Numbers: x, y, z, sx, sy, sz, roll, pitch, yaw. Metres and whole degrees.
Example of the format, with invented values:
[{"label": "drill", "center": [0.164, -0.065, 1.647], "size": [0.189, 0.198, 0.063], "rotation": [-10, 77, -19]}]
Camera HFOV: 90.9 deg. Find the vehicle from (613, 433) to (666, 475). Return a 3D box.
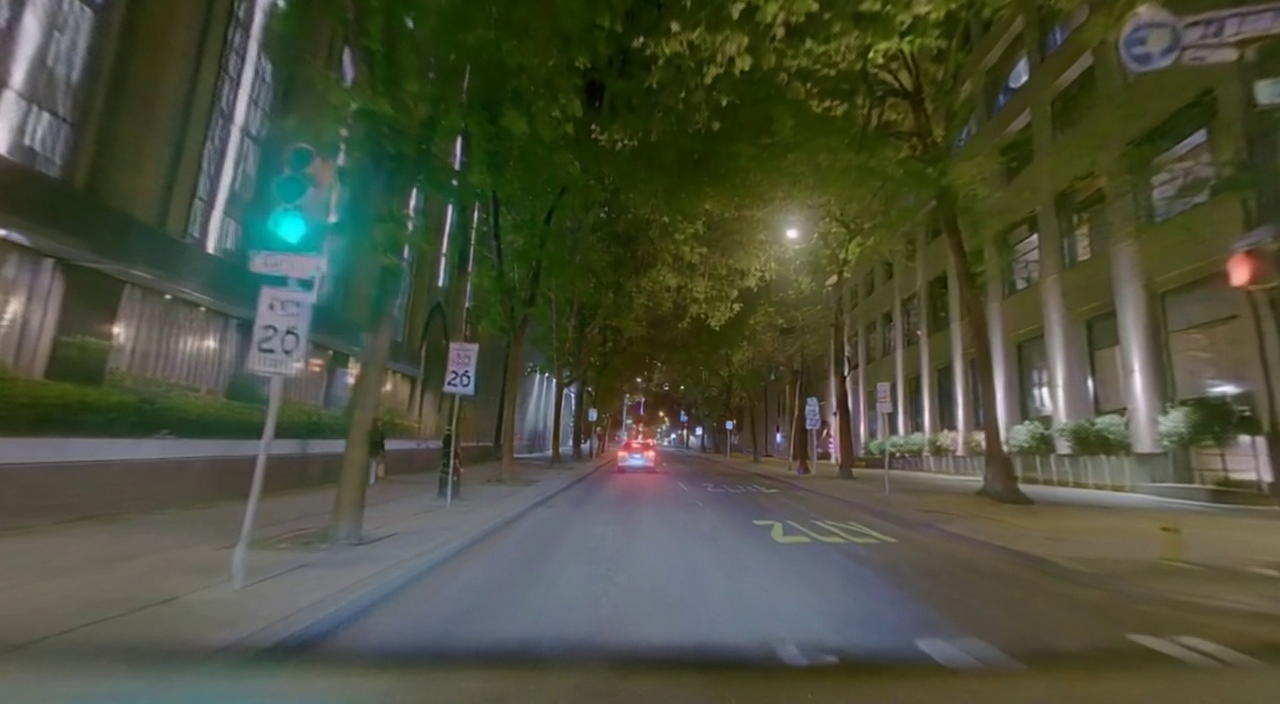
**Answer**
[{"label": "vehicle", "center": [-0.058, 4.253, 26.511], "size": [2.079, 1.621, 3.861], "rotation": [0, -8, -1]}]
